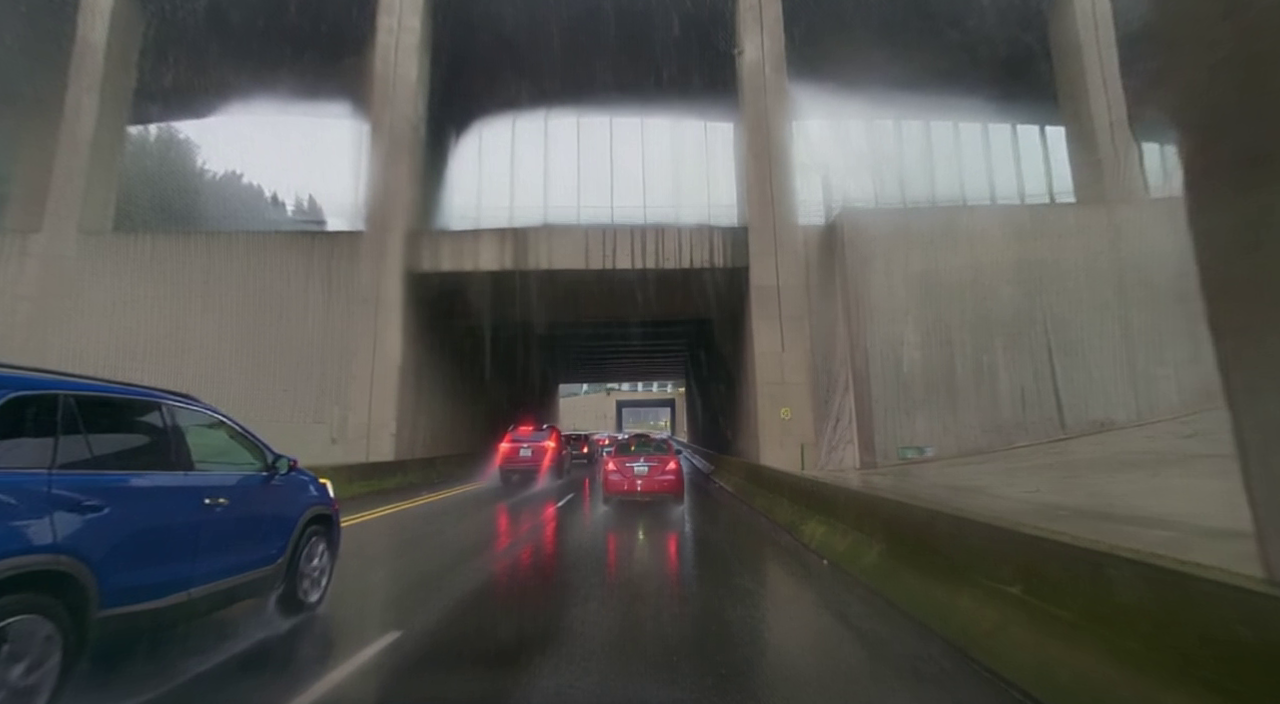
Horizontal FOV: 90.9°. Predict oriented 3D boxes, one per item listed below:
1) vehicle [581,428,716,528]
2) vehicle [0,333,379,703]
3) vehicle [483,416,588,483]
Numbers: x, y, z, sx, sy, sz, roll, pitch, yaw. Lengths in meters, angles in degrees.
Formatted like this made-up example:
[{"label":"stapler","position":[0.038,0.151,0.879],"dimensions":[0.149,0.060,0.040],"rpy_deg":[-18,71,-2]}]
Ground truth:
[{"label":"vehicle","position":[0.142,2.196,11.527],"dimensions":[2.020,1.478,4.092],"rpy_deg":[0,-9,1]},{"label":"vehicle","position":[-3.542,0.991,3.661],"dimensions":[2.017,1.761,4.572],"rpy_deg":[0,-9,1]},{"label":"vehicle","position":[-3.328,3.296,21.486],"dimensions":[2.329,1.948,5.800],"rpy_deg":[-1,-9,3]}]
